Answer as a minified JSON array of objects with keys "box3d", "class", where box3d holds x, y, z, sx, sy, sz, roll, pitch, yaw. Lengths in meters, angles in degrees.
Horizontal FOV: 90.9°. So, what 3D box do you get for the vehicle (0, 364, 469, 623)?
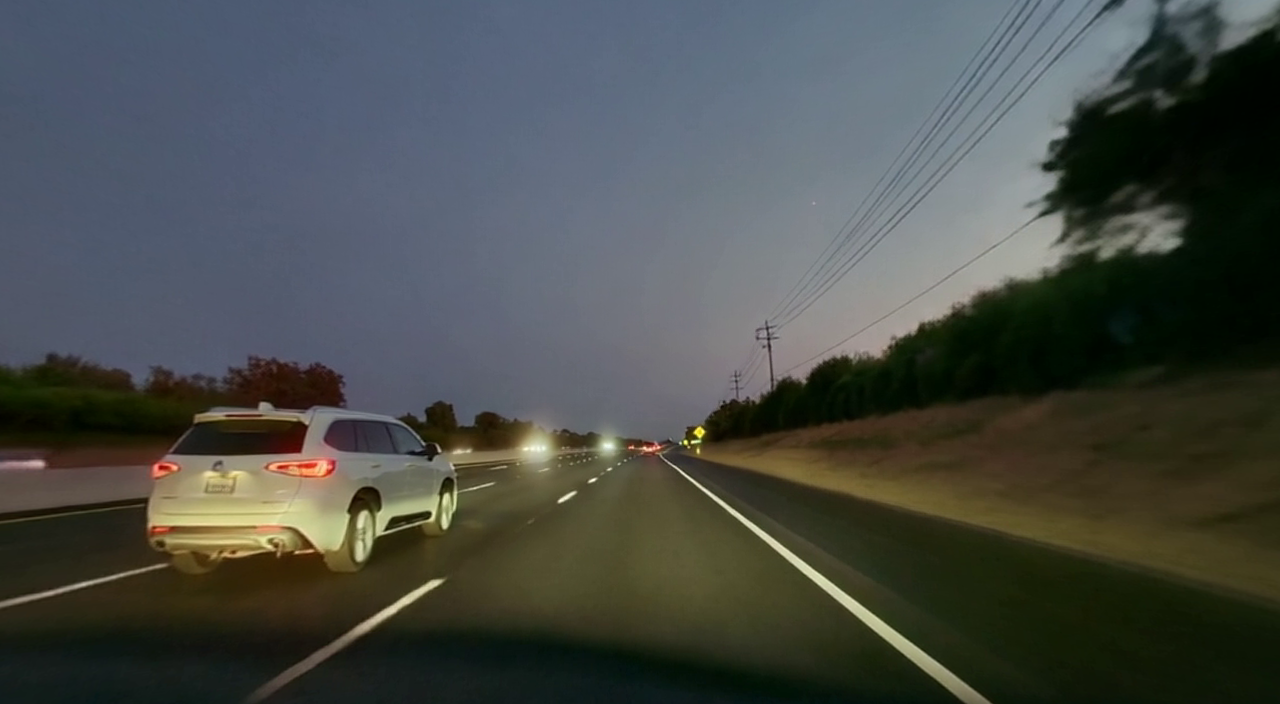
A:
[{"box3d":[-3.834,1.456,7.439,2.136,1.975,5.037,-1,-8,1],"class":"vehicle"}]
